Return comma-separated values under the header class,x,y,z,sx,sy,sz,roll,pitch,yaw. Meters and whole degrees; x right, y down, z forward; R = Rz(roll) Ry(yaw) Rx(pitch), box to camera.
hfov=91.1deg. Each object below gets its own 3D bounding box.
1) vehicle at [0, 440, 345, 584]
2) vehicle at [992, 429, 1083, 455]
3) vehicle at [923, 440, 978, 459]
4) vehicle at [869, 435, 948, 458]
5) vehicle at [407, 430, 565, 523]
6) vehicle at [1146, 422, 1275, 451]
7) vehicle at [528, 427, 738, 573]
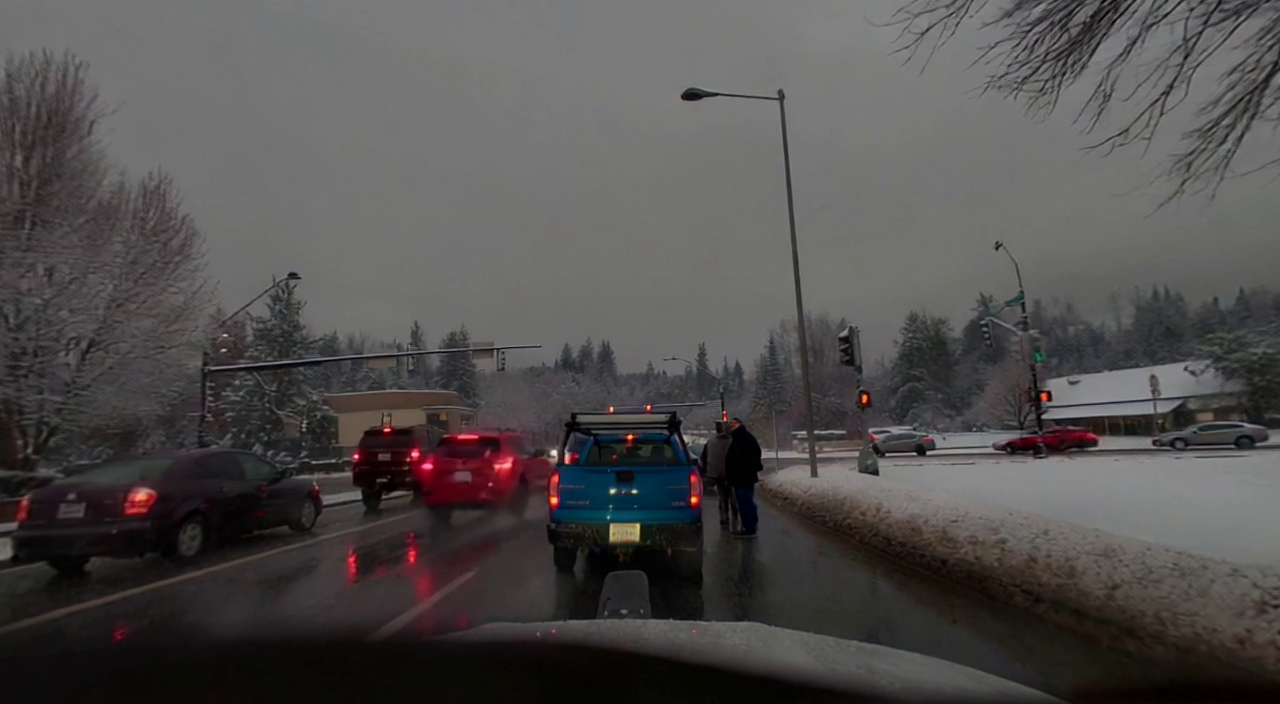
class,x,y,z,sx,sy,sz,roll,pitch,yaw
vehicle,-6.338,2.060,9.001,1.948,1.530,4.283,0,-9,3
vehicle,23.804,5.435,37.750,4.454,1.440,1.816,-5,-10,30
vehicle,24.619,7.706,49.784,3.662,1.442,1.787,-5,-10,32
vehicle,17.563,6.197,41.114,4.441,1.452,1.798,-5,-10,30
vehicle,-3.075,2.605,13.722,2.040,1.660,4.609,-1,-9,3
vehicle,30.535,4.587,33.801,4.739,1.472,1.804,-5,-10,29
vehicle,-0.052,1.860,8.688,2.182,1.501,4.150,0,-9,1
